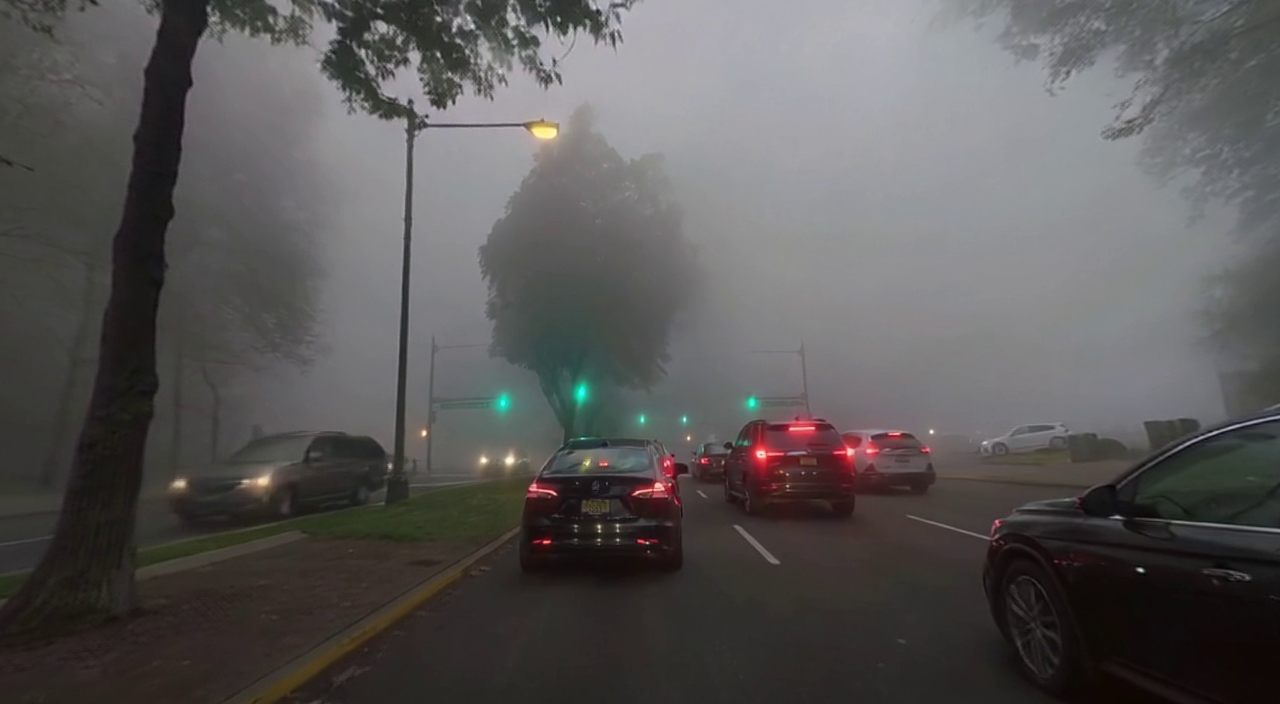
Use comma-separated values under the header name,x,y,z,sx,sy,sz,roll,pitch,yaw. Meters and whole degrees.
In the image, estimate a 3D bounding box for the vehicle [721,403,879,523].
name,x,y,z,sx,sy,sz,roll,pitch,yaw
vehicle,3.702,2.746,16.030,2.516,2.481,5.766,0,-8,0

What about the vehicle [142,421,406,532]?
name,x,y,z,sx,sy,sz,roll,pitch,yaw
vehicle,-8.762,3.036,16.208,2.815,2.263,6.416,0,-8,1

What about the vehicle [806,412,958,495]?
name,x,y,z,sx,sy,sz,roll,pitch,yaw
vehicle,7.314,3.163,19.813,2.627,2.252,5.236,0,-8,0

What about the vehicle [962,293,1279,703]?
name,x,y,z,sx,sy,sz,roll,pitch,yaw
vehicle,3.179,0.769,2.013,1.982,1.960,4.427,0,-8,1

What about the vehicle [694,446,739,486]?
name,x,y,z,sx,sy,sz,roll,pitch,yaw
vehicle,3.358,5.043,28.214,1.518,1.650,4.408,0,-8,1

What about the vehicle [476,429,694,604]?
name,x,y,z,sx,sy,sz,roll,pitch,yaw
vehicle,-0.508,1.902,8.178,2.111,1.676,4.018,0,-8,1
